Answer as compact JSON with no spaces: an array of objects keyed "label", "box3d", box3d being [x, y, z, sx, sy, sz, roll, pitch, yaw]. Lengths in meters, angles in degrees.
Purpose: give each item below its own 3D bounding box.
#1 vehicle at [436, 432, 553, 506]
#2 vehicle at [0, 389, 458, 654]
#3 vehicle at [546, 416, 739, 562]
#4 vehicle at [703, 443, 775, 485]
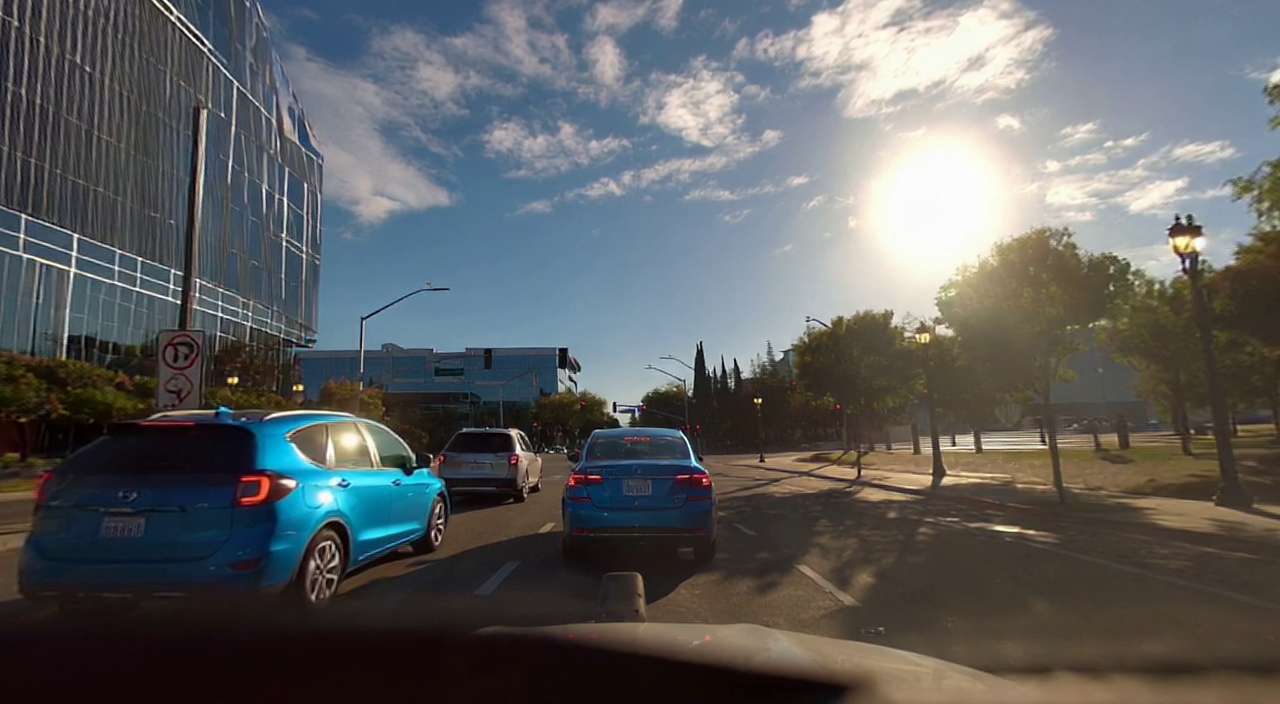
[{"label":"vehicle","box3d":[-3.616,2.992,16.585,2.068,1.678,4.199,0,-8,0]},{"label":"vehicle","box3d":[-3.560,1.415,6.338,2.083,1.691,4.398,0,-8,1]},{"label":"vehicle","box3d":[0.006,1.879,9.397,2.207,1.659,4.155,0,-8,-1]},{"label":"vehicle","box3d":[3.716,4.265,24.460,2.082,1.445,4.426,0,-8,0]}]
